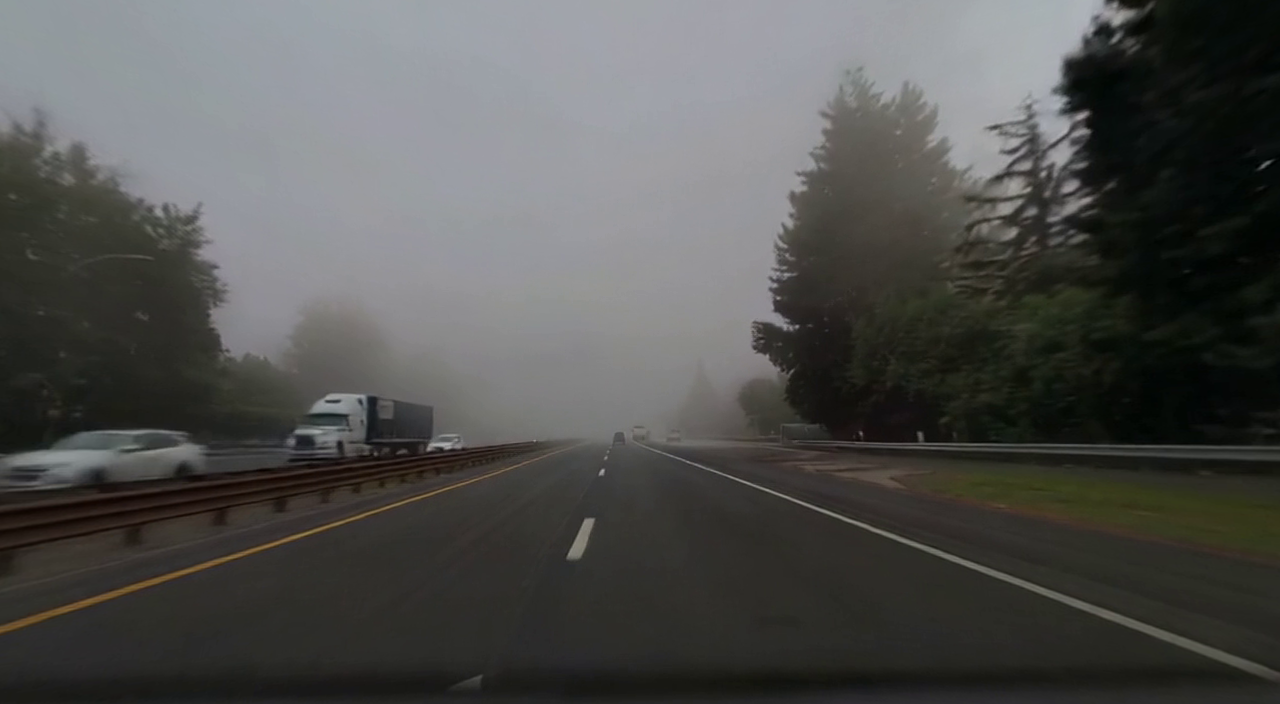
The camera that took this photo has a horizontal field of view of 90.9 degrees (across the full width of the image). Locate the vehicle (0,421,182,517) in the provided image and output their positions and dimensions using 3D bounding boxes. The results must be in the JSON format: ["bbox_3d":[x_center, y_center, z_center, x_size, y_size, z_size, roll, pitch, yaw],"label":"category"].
[{"bbox_3d":[-12.004,2.324,13.100,1.913,1.675,4.147,0,-8,-2],"label":"vehicle"}]

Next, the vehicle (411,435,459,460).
[{"bbox_3d":[-12.484,5.790,38.505,1.796,1.446,3.689,0,-8,-2],"label":"vehicle"}]

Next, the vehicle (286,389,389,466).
[{"bbox_3d":[-17.031,4.342,36.046,3.009,4.008,5.931,0,-8,-3],"label":"vehicle"}]
